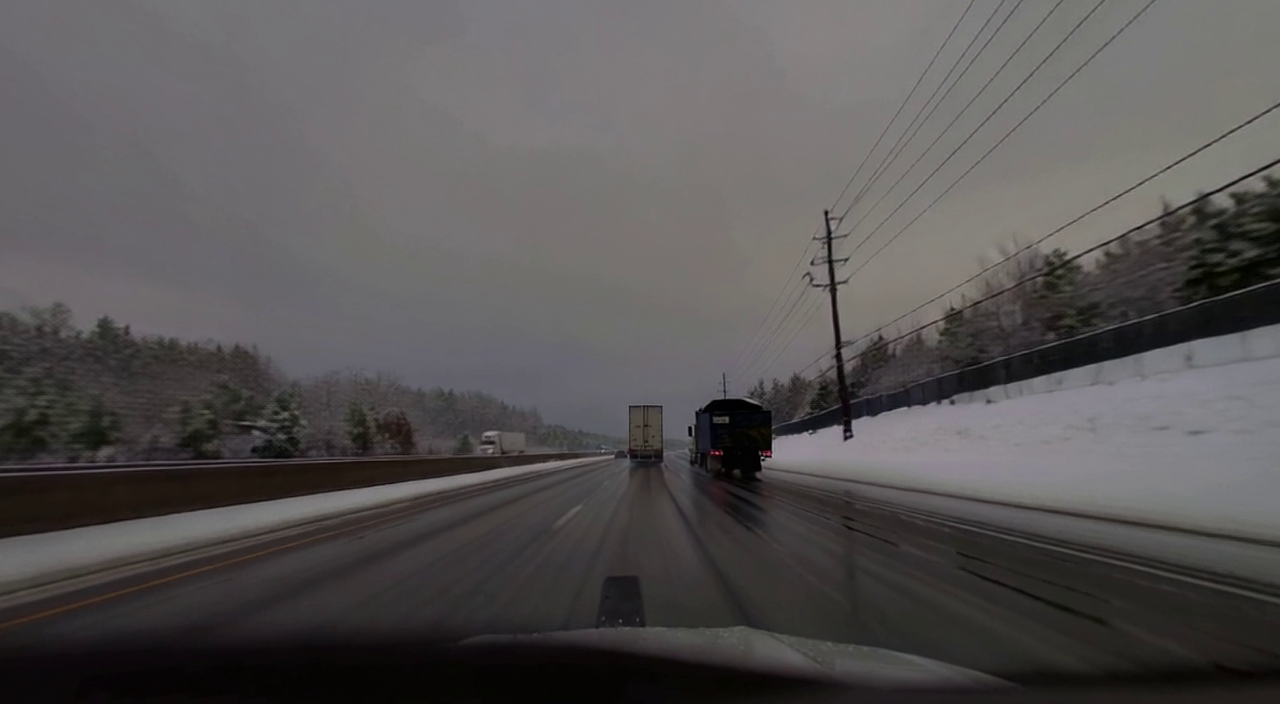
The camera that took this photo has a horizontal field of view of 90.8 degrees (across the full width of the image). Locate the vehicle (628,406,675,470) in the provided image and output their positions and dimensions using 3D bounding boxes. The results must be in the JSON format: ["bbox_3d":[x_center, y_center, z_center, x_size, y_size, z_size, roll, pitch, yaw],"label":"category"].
[{"bbox_3d":[0.621,6.592,47.035,2.997,4.076,13.224,0,-9,-1],"label":"vehicle"}]

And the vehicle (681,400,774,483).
[{"bbox_3d":[3.885,4.367,30.368,2.938,3.378,8.820,0,-9,-2],"label":"vehicle"}]
